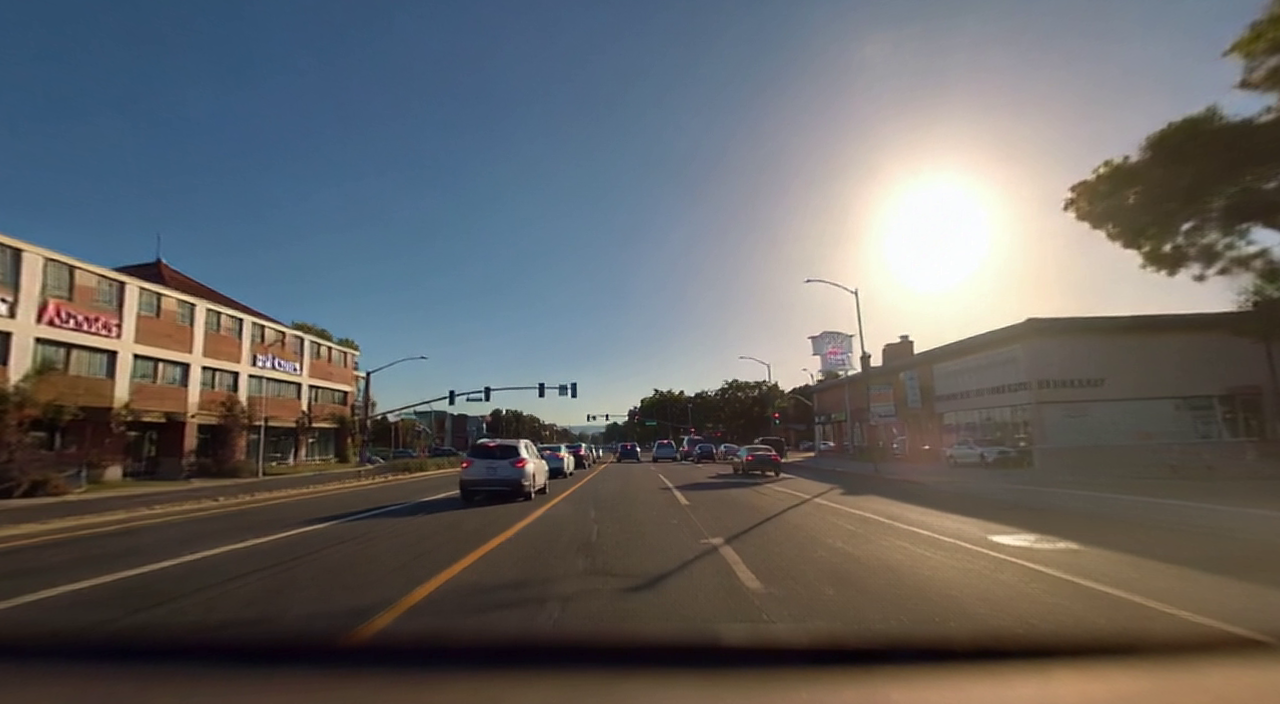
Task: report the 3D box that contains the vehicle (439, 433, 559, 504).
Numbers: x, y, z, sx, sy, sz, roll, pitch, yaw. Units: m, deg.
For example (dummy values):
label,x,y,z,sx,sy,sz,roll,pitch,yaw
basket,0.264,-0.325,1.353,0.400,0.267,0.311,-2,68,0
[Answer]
label,x,y,z,sx,sy,sz,roll,pitch,yaw
vehicle,-3.553,3.027,16.865,2.143,1.643,4.336,0,-8,1

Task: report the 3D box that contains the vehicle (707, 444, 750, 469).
label,x,y,z,sx,sy,sz,roll,pitch,yaw
vehicle,5.613,6.681,40.548,1.969,1.502,4.663,0,-8,-2

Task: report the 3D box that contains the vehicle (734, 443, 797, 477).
label,x,y,z,sx,sy,sz,roll,pitch,yaw
vehicle,5.840,5.068,29.931,2.017,1.453,4.497,0,-8,0

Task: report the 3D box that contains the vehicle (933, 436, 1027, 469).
label,x,y,z,sx,sy,sz,roll,pitch,yaw
vehicle,16.311,4.844,30.593,1.819,1.457,4.680,0,-8,-2
